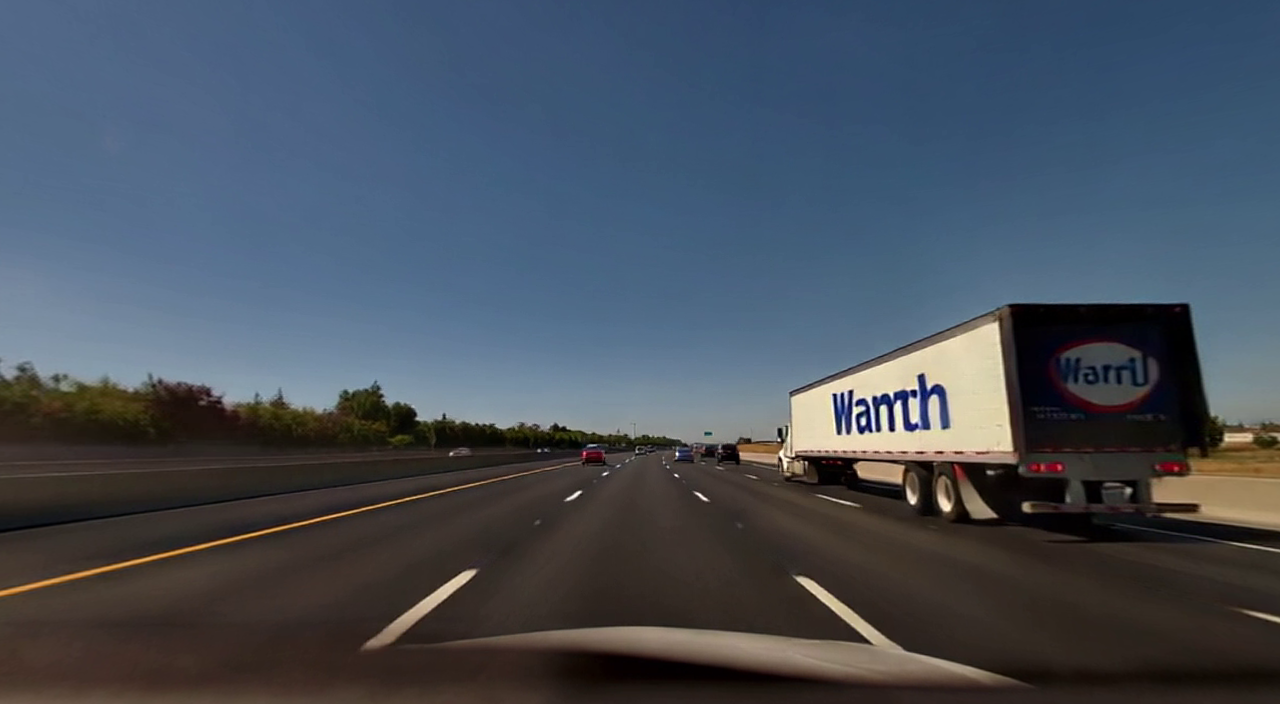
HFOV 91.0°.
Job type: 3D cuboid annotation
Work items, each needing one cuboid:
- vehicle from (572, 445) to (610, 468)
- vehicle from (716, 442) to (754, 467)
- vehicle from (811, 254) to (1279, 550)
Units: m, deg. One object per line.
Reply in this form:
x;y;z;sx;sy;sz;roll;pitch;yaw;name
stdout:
-3.412;7.364;44.571;2.164;1.507;4.748;0;-9;1;vehicle
6.792;7.370;45.379;2.188;1.727;4.381;0;-9;1;vehicle
8.062;1.804;16.513;2.912;4.143;15.538;0;-9;0;vehicle
